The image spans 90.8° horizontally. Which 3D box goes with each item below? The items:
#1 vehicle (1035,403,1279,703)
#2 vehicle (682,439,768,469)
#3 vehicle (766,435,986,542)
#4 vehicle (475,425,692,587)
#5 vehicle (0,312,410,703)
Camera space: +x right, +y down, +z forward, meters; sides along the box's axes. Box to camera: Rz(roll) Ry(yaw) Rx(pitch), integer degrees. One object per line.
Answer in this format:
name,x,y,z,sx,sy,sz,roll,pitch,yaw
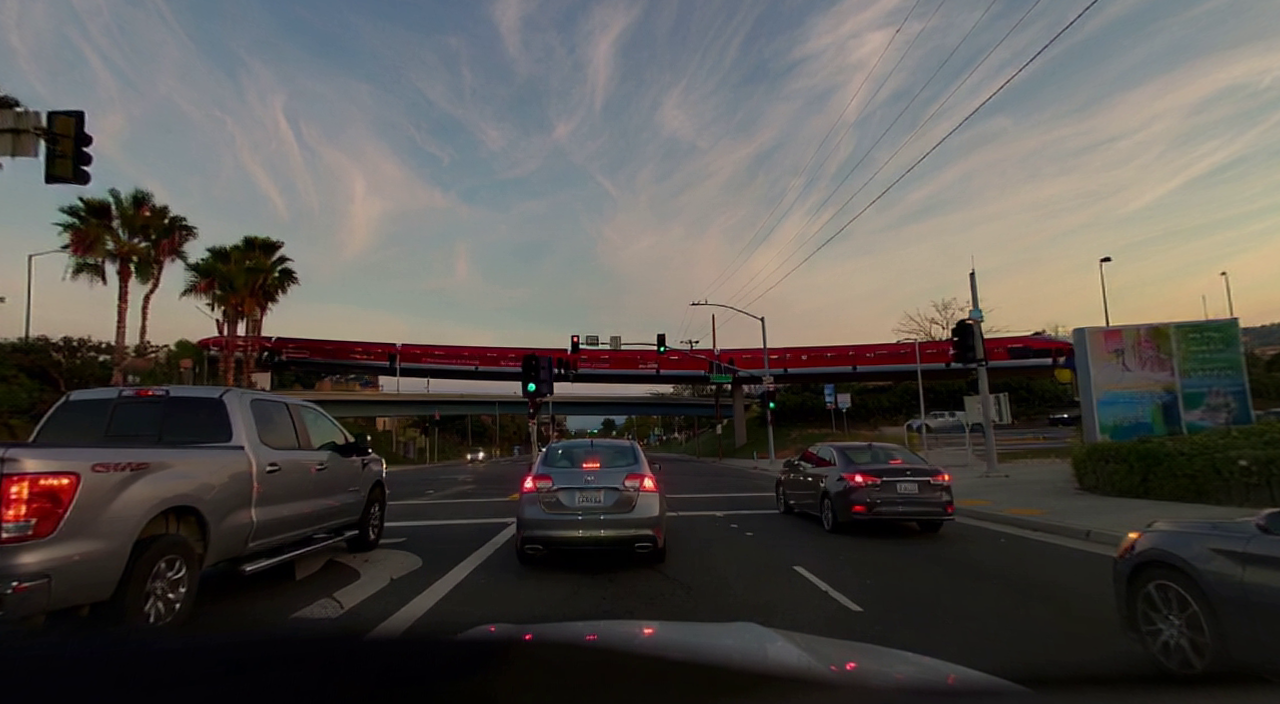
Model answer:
vehicle,3.890,0.891,2.203,2.052,1.496,4.541,0,-9,-1
vehicle,4.203,5.139,31.977,1.878,1.428,4.416,5,-10,-32
vehicle,3.696,2.214,10.964,1.965,1.448,4.486,0,-9,-2
vehicle,-0.630,1.754,8.056,2.035,1.491,4.090,0,-9,-3
vehicle,-3.833,1.096,4.947,2.078,1.838,5.448,0,-9,-1
